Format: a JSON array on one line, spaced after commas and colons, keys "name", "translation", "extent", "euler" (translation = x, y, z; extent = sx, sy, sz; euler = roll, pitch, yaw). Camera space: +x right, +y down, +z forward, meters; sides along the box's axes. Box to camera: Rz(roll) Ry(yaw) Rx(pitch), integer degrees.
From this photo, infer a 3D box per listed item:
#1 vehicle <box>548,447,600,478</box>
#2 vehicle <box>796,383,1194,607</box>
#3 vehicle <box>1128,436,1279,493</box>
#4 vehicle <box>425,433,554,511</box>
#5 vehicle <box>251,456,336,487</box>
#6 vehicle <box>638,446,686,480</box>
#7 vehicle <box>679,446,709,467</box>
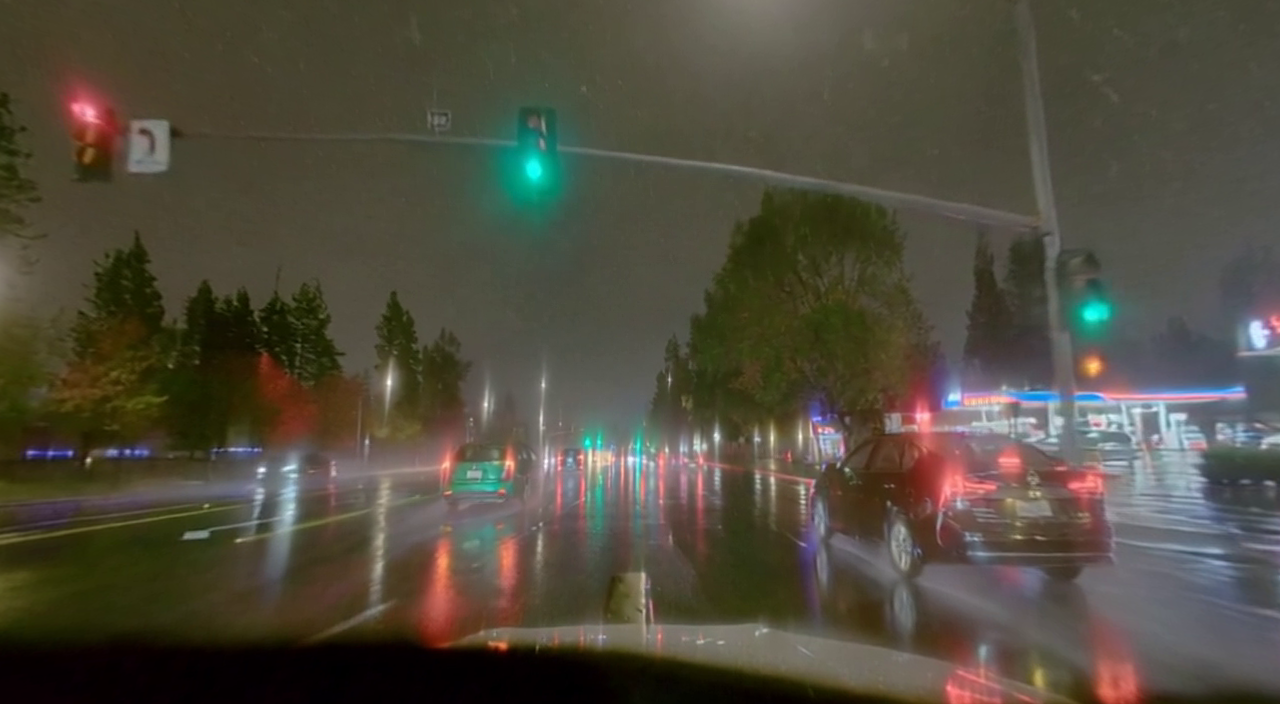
[{"name": "vehicle", "translation": [-3.247, 5.512, 31.847], "extent": [1.995, 1.436, 4.500], "euler": [-1, -8, 2]}, {"name": "vehicle", "translation": [3.469, 1.499, 7.482], "extent": [1.992, 1.805, 4.549], "euler": [0, -8, -1]}, {"name": "vehicle", "translation": [17.714, 3.313, 18.962], "extent": [2.081, 1.482, 4.860], "euler": [0, -8, -1]}, {"name": "vehicle", "translation": [-3.618, 2.976, 16.186], "extent": [2.023, 1.687, 4.874], "euler": [0, -8, 1]}, {"name": "vehicle", "translation": [-18.143, 6.245, 33.255], "extent": [1.858, 1.460, 4.447], "euler": [-1, -8, 1]}, {"name": "vehicle", "translation": [0.926, 5.028, 28.857], "extent": [1.994, 1.433, 3.894], "euler": [0, -8, -1]}, {"name": "vehicle", "translation": [4.038, 7.877, 47.809], "extent": [1.920, 1.479, 4.548], "euler": [0, -8, 0]}]
